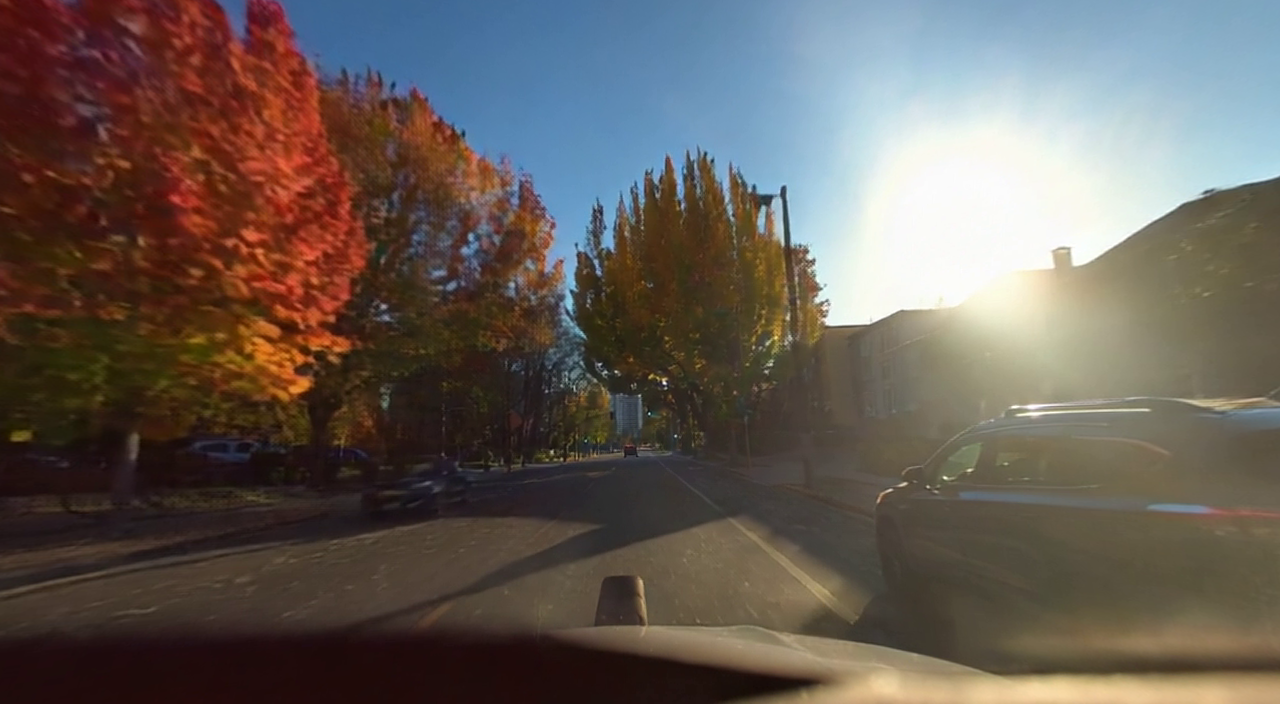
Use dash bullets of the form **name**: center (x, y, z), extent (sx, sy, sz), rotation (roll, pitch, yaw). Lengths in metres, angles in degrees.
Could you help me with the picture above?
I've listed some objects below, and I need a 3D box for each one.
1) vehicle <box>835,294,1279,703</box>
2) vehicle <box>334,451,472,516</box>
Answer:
- **vehicle**: center (2.954, 0.963, 3.338), extent (2.224, 1.791, 4.834), rotation (0, -9, -1)
- **vehicle**: center (-6.259, 3.496, 17.385), extent (2.031, 1.521, 4.538), rotation (0, -9, 0)
